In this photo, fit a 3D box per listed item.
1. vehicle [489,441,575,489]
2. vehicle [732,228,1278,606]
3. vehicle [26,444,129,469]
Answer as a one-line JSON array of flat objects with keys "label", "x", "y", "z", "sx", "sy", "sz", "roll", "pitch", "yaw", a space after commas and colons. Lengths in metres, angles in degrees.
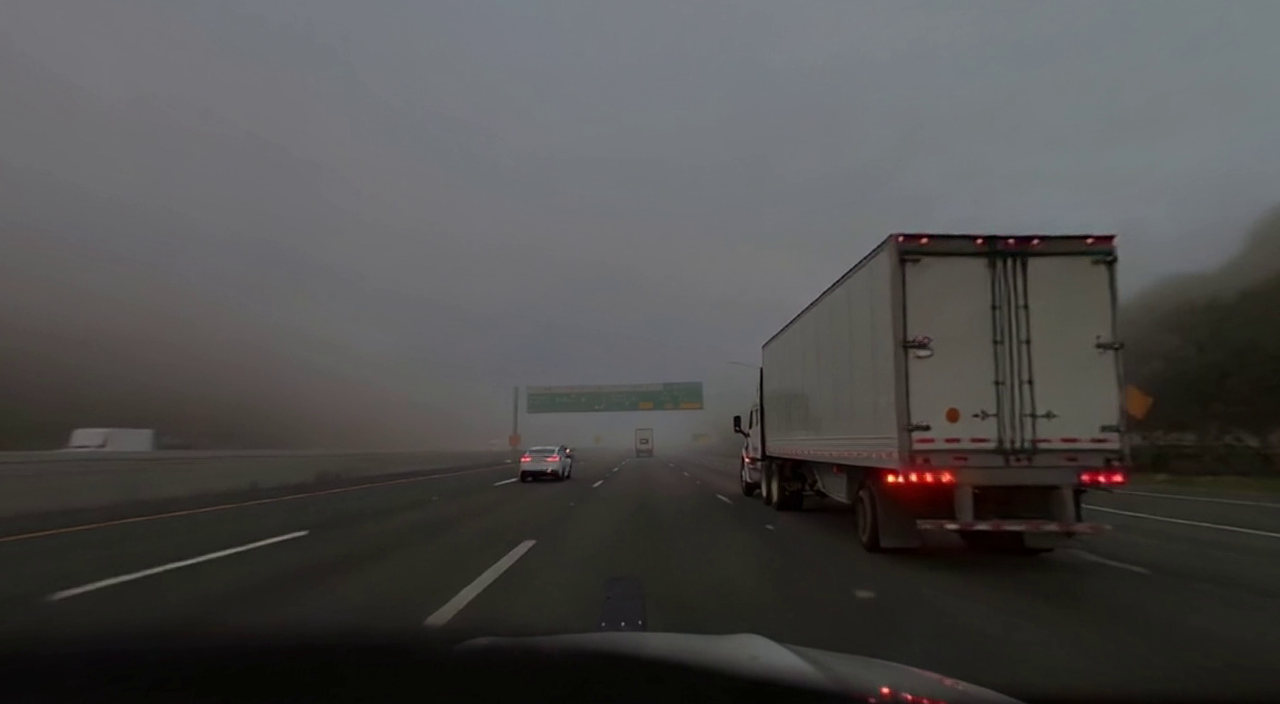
[{"label": "vehicle", "x": -3.753, "y": 4.029, "z": 22.760, "sx": 2.143, "sy": 1.529, "sz": 4.918, "roll": 0, "pitch": -9, "yaw": 1}, {"label": "vehicle", "x": 3.960, "y": 1.295, "z": 10.906, "sx": 3.049, "sy": 3.395, "sz": 10.595, "roll": 0, "pitch": -9, "yaw": 0}, {"label": "vehicle", "x": -43.907, "y": 8.156, "z": 49.268, "sx": 2.356, "sy": 1.806, "sz": 6.262, "roll": 0, "pitch": -9, "yaw": -1}]
